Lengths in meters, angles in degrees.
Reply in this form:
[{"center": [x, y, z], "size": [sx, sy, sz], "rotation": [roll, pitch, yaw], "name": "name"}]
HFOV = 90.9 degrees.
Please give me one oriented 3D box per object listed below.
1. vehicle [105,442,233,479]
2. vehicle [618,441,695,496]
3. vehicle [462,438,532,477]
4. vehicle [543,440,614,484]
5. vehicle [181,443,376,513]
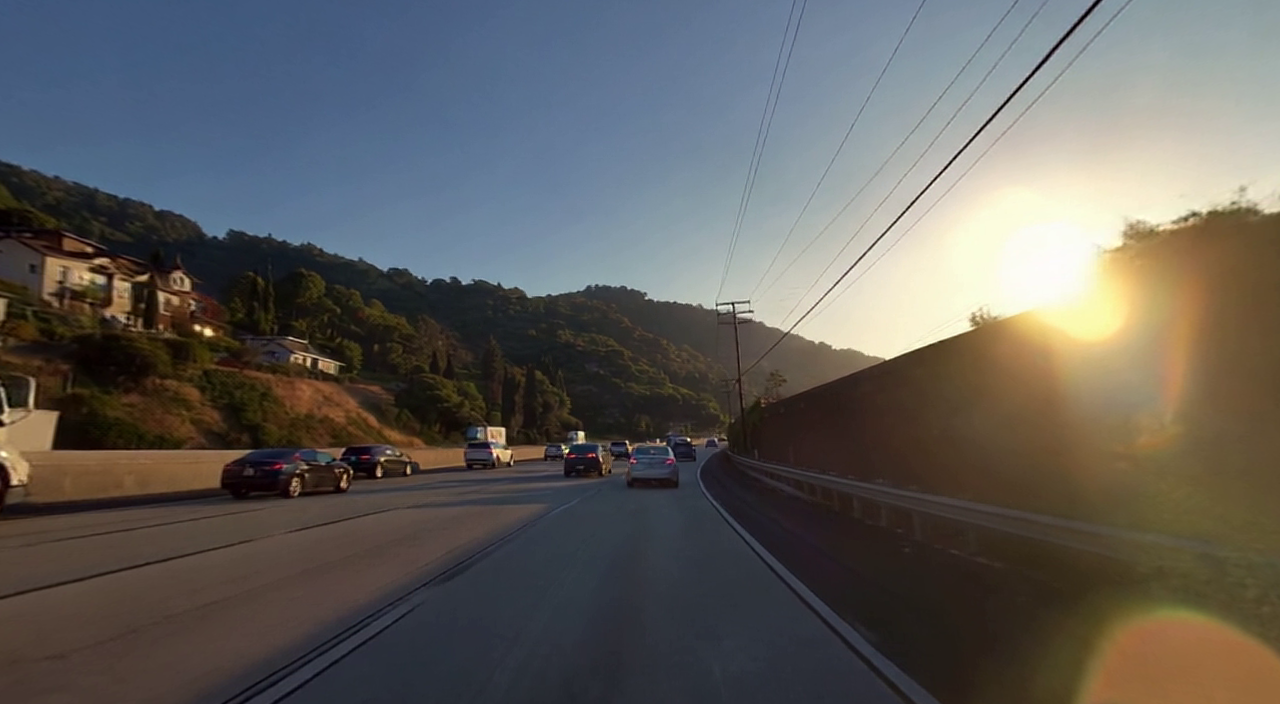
[{"center": [-20.947, 4.816, 28.328], "size": [1.902, 1.536, 4.561], "rotation": [-1, -8, 6], "name": "vehicle"}, {"center": [0.585, 3.511, 19.406], "size": [2.109, 1.495, 3.935], "rotation": [-1, -8, 4], "name": "vehicle"}, {"center": [-7.215, 5.358, 32.396], "size": [2.080, 1.833, 4.461], "rotation": [-1, -8, 7], "name": "vehicle"}, {"center": [-2.448, 4.518, 26.269], "size": [2.121, 1.639, 4.383], "rotation": [-1, -8, 6], "name": "vehicle"}, {"center": [-8.738, 3.041, 15.833], "size": [1.959, 1.469, 4.450], "rotation": [-1, -8, 5], "name": "vehicle"}]
